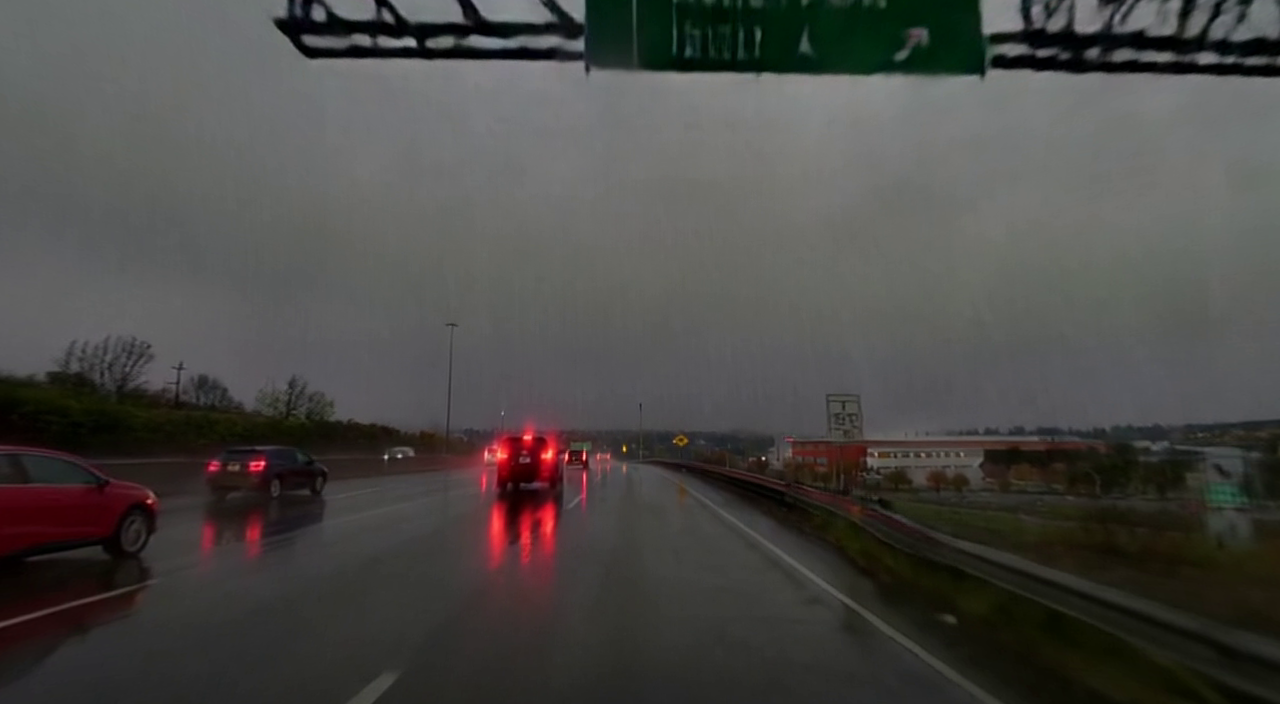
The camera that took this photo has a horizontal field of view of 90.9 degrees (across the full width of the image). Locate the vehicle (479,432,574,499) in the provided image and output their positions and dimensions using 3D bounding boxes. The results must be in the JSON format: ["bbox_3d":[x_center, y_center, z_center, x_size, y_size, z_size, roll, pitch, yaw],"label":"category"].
[{"bbox_3d":[-3.704,3.822,21.717,2.301,1.985,5.247,0,-9,0],"label":"vehicle"}]

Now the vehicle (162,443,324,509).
[{"bbox_3d":[-11.380,3.546,18.555,1.919,1.665,4.394,0,-9,-1],"label":"vehicle"}]

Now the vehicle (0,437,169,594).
[{"bbox_3d":[-7.112,1.654,6.555,1.796,1.509,3.393,0,-9,-1],"label":"vehicle"}]
